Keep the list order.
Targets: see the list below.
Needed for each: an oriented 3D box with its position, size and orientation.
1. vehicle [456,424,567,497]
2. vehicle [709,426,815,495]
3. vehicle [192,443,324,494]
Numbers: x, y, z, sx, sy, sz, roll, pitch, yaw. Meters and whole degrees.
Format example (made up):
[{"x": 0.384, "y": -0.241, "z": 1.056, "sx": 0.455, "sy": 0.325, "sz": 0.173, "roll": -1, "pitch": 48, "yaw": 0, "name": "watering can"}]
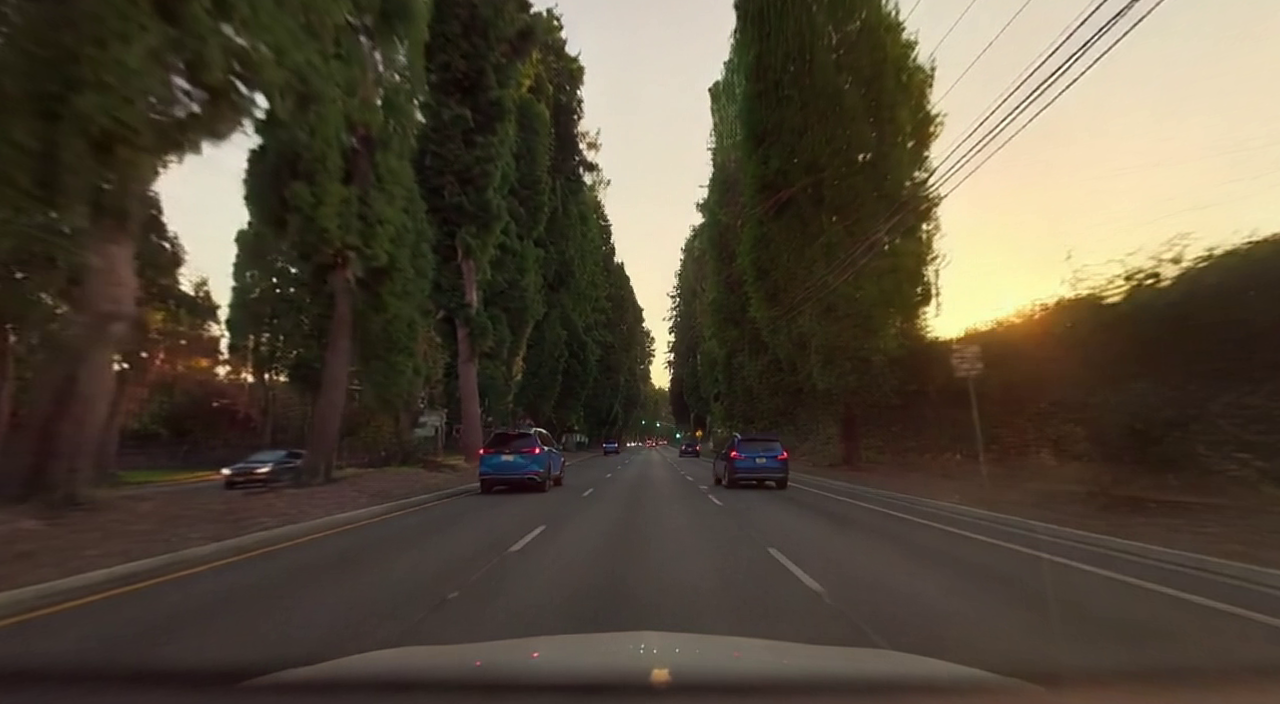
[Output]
[{"x": -3.429, "y": 3.006, "z": 17.829, "sx": 2.104, "sy": 1.785, "sz": 4.494, "roll": 0, "pitch": -8, "yaw": 1, "name": "vehicle"}, {"x": 3.395, "y": 3.143, "z": 18.604, "sx": 2.182, "sy": 1.744, "sz": 4.464, "roll": 0, "pitch": -8, "yaw": -1, "name": "vehicle"}, {"x": -13.764, "y": 4.181, "z": 23.106, "sx": 1.961, "sy": 1.655, "sz": 4.491, "roll": 0, "pitch": -8, "yaw": 1, "name": "vehicle"}]
